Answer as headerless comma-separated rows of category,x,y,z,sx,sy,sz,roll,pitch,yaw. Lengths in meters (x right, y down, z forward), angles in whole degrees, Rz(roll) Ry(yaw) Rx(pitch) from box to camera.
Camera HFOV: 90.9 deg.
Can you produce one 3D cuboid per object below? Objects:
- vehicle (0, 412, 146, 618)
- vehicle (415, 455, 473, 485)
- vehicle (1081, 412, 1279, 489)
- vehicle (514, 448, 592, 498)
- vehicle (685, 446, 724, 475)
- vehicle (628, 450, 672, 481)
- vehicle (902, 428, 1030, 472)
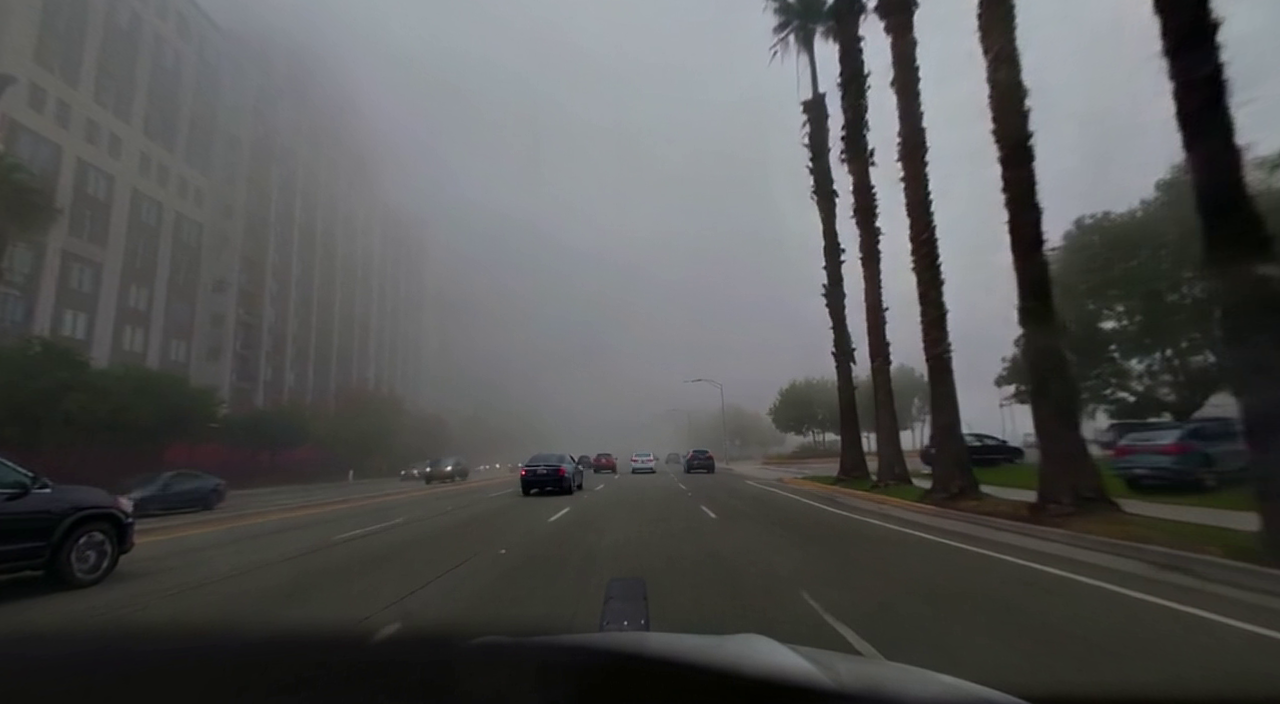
vehicle,-6.501,1.267,4.601,2.030,1.730,4.506,0,-9,1
vehicle,-11.736,7.087,38.045,2.034,1.649,4.577,0,-9,0
vehicle,12.182,2.188,13.983,4.453,1.475,1.823,4,-10,-25
vehicle,-2.864,4.109,21.760,1.908,1.505,4.369,0,-9,2
vehicle,4.192,7.171,41.764,2.108,1.785,4.334,0,-9,-1
vehicle,0.518,5.955,33.143,2.147,1.507,3.953,0,-9,1
vehicle,12.206,3.685,23.587,4.378,1.463,1.824,5,-10,-23
